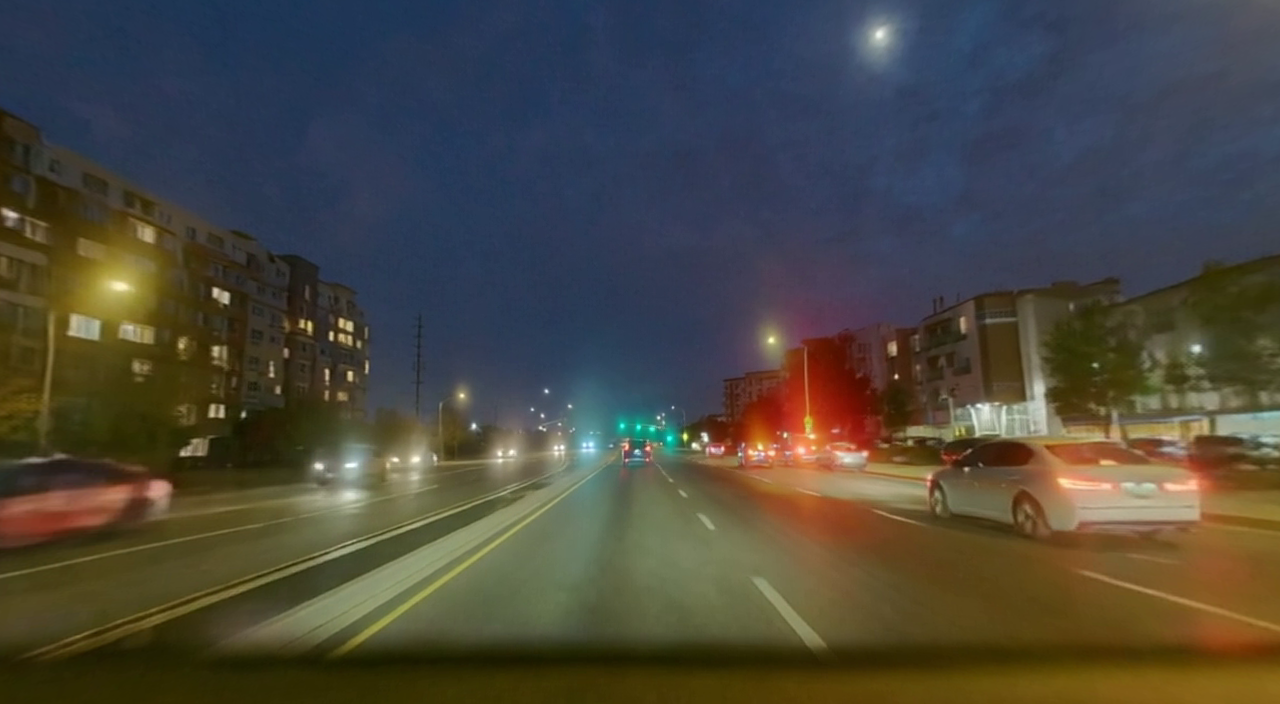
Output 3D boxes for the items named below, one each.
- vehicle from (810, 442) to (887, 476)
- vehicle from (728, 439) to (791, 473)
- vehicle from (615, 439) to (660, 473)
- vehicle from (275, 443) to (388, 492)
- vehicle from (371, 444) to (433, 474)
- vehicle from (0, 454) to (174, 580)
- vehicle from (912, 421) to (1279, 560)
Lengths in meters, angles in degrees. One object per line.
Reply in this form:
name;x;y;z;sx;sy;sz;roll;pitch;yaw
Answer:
vehicle;9.972;5.150;30.542;2.089;1.508;4.323;-1;-9;-2
vehicle;5.773;5.071;30.823;2.154;1.554;4.149;0;-9;-2
vehicle;-0.147;5.168;31.519;2.106;1.553;3.964;0;-9;0
vehicle;-11.753;4.398;24.421;2.036;1.697;4.680;0;-9;0
vehicle;-15.410;6.938;40.999;2.216;1.797;4.487;0;-9;0
vehicle;-8.386;2.031;7.905;1.869;1.419;4.183;0;-9;-1
vehicle;6.301;1.948;9.668;2.121;1.557;4.898;0;-9;1
